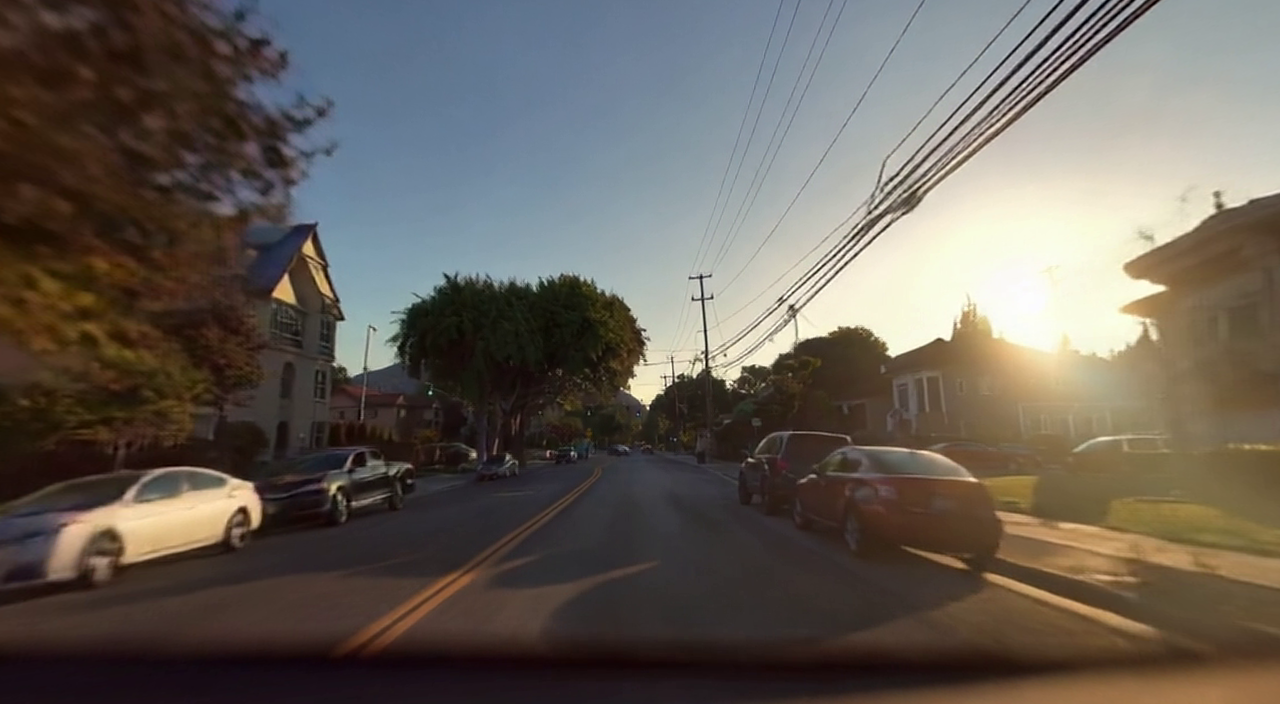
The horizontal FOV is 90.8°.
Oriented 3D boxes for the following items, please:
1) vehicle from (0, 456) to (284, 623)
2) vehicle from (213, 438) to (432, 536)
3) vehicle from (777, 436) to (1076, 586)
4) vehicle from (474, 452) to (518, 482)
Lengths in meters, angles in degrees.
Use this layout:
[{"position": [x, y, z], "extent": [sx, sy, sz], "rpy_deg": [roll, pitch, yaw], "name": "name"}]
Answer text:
[{"position": [-6.854, 2.118, 8.178], "extent": [1.854, 1.460, 4.582], "rpy_deg": [0, -9, 0], "name": "vehicle"}, {"position": [-6.795, 2.917, 14.507], "extent": [2.151, 1.789, 5.482], "rpy_deg": [0, -9, 0], "name": "vehicle"}, {"position": [3.311, 1.899, 8.441], "extent": [1.869, 1.453, 4.237], "rpy_deg": [0, -9, -2], "name": "vehicle"}, {"position": [-7.697, 6.160, 34.126], "extent": [1.902, 1.456, 4.451], "rpy_deg": [1, -9, -7], "name": "vehicle"}]
